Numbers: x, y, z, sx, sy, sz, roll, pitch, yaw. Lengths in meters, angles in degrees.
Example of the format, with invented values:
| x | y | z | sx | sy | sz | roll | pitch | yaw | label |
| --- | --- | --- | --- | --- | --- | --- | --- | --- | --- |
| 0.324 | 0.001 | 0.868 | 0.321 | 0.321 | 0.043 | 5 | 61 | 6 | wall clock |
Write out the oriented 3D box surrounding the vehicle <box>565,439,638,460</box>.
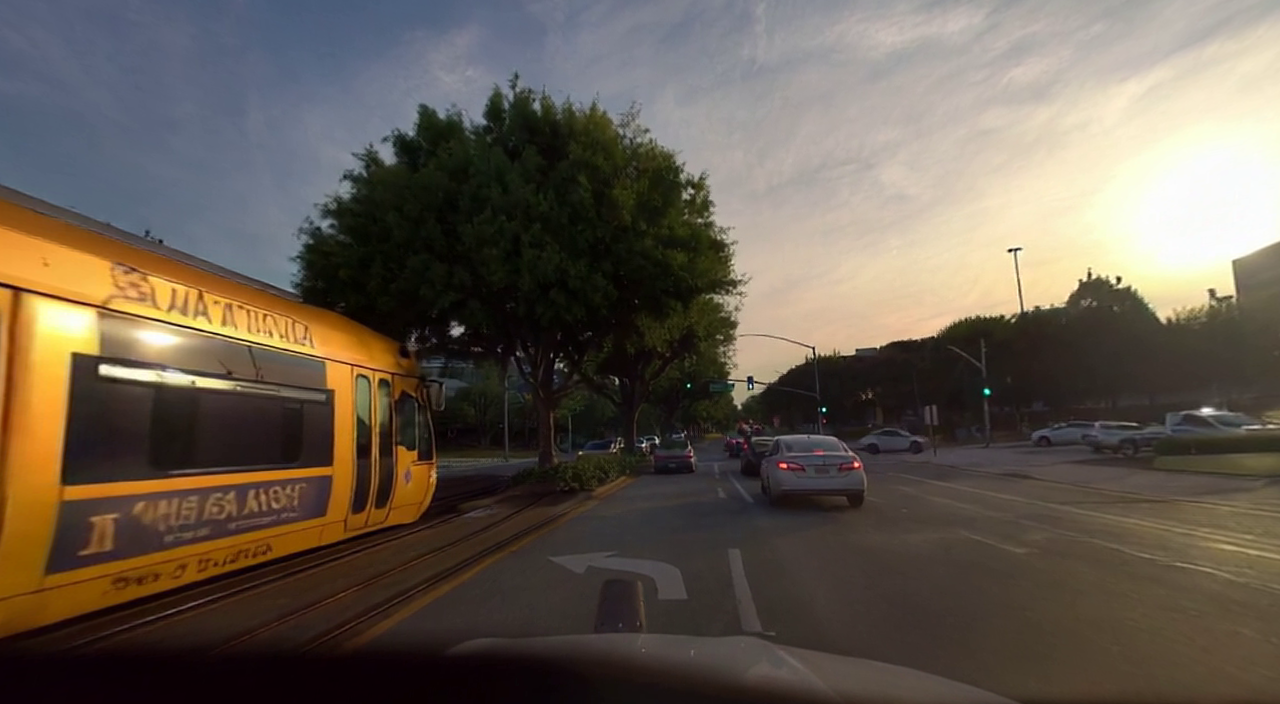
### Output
| x | y | z | sx | sy | sz | roll | pitch | yaw | label |
| --- | --- | --- | --- | --- | --- | --- | --- | --- | --- |
| -2.713 | 6.977 | 45.247 | 4.941 | 1.473 | 1.885 | -1 | -8 | 6 | vehicle |

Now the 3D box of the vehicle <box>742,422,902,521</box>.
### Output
| x | y | z | sx | sy | sz | roll | pitch | yaw | label |
| --- | --- | --- | --- | --- | --- | --- | --- | --- | --- |
| 3.114 | 2.138 | 11.833 | 2.002 | 1.471 | 4.337 | -1 | -8 | 4 | vehicle |

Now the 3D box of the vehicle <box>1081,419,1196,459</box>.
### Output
| x | y | z | sx | sy | sz | roll | pitch | yaw | label |
| --- | --- | --- | --- | --- | --- | --- | --- | --- | --- |
| 20.641 | 3.640 | 26.380 | 1.831 | 1.545 | 3.872 | -1 | -8 | 5 | vehicle |

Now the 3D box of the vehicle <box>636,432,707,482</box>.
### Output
| x | y | z | sx | sy | sz | roll | pitch | yaw | label |
| --- | --- | --- | --- | --- | --- | --- | --- | --- | --- |
| 1.120 | 3.430 | 20.892 | 2.118 | 1.478 | 4.076 | -1 | -8 | 5 | vehicle |

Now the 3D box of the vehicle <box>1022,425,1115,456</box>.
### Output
| x | y | z | sx | sy | sz | roll | pitch | yaw | label |
| --- | --- | --- | --- | --- | --- | --- | --- | --- | --- |
| 21.102 | 4.394 | 31.349 | 1.796 | 1.434 | 4.504 | -1 | -8 | 5 | vehicle |

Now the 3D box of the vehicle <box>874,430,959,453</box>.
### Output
| x | y | z | sx | sy | sz | roll | pitch | yaw | label |
| --- | --- | --- | --- | --- | --- | --- | --- | --- | --- |
| 18.206 | 5.900 | 41.710 | 4.701 | 1.455 | 1.805 | 0 | -8 | 1 | vehicle |

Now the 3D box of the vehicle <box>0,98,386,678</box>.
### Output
| x | y | z | sx | sy | sz | roll | pitch | yaw | label |
| --- | --- | --- | --- | --- | --- | --- | --- | --- | --- |
| -5.752 | -0.016 | 2.262 | 2.897 | 3.700 | 13.528 | -1 | -8 | 6 | vehicle |
